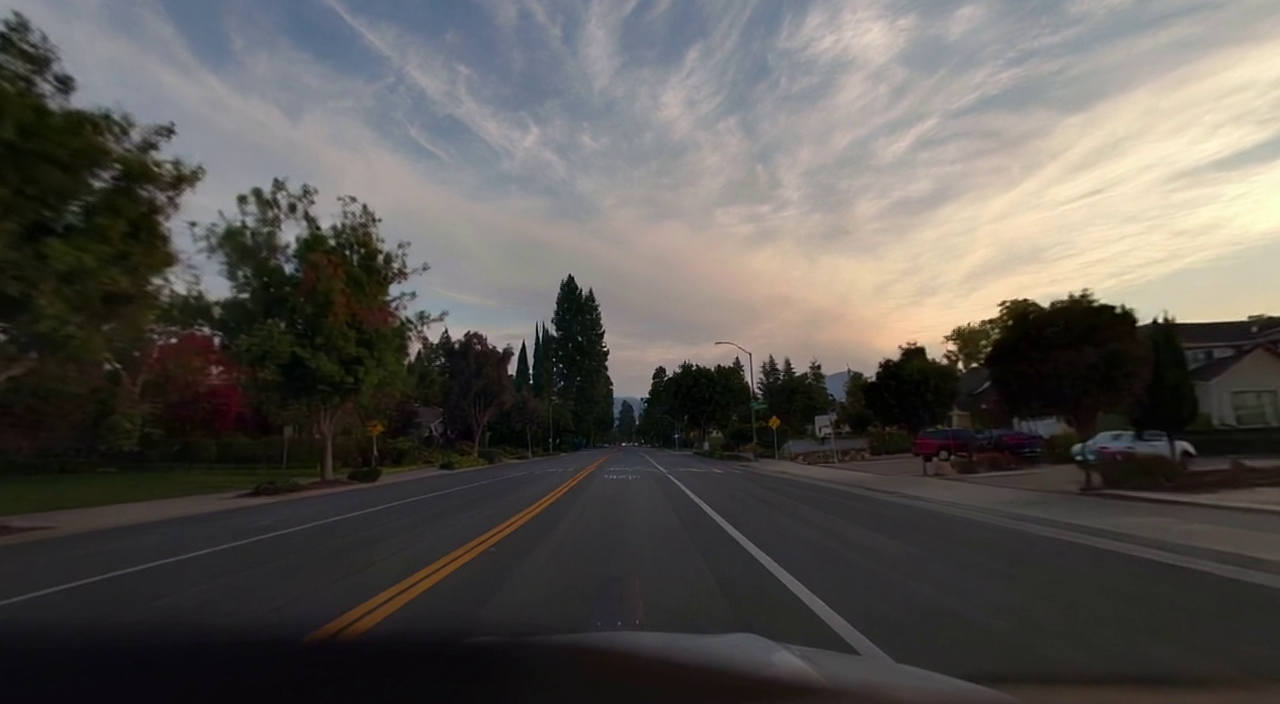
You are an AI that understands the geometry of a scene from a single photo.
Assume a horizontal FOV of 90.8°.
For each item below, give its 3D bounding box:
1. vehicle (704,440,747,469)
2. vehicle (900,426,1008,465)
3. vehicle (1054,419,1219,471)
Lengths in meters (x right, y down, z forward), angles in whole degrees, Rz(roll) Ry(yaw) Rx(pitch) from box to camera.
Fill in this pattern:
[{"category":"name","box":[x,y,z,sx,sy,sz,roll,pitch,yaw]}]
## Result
[{"category":"vehicle","box":[6.254,7.563,46.772,2.396,2.004,4.943,0,-8,-1]},{"category":"vehicle","box":[17.846,5.350,36.126,4.937,2.091,2.263,0,-8,2]},{"category":"vehicle","box":[20.455,3.860,26.230,4.832,1.850,2.294,-2,-9,0]}]
